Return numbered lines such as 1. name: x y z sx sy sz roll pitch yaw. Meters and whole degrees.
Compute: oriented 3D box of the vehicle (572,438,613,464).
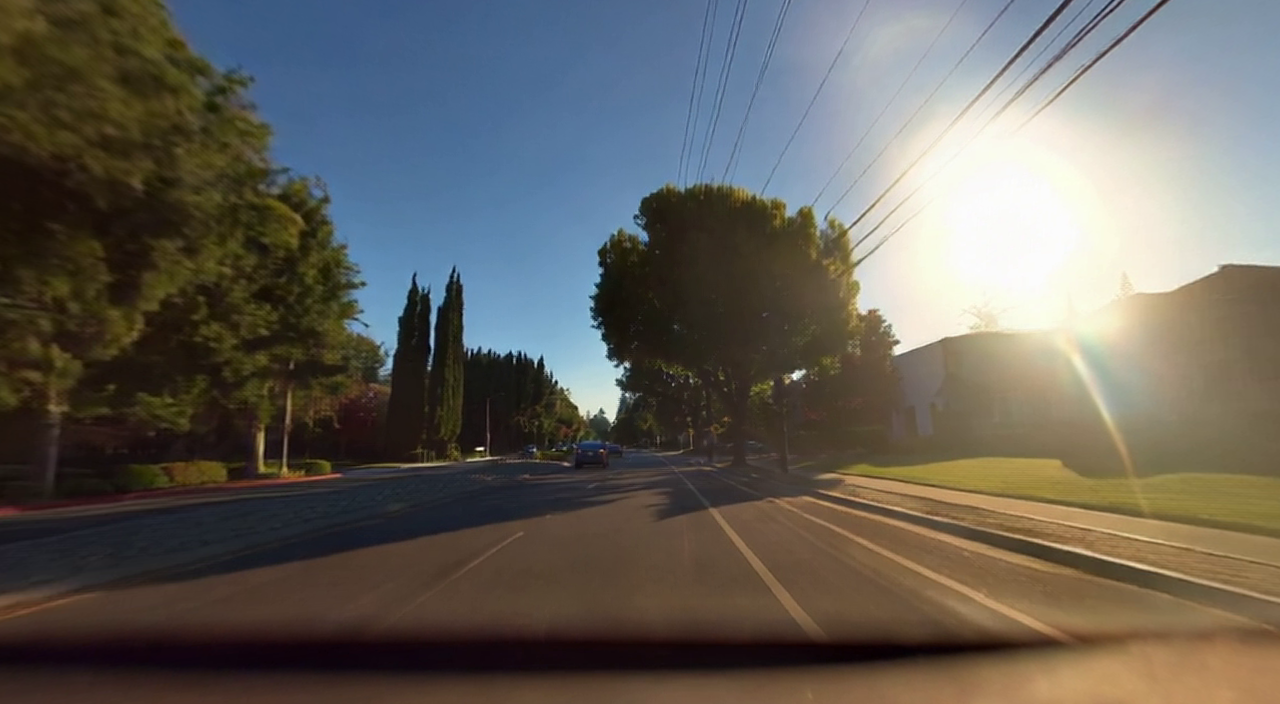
1. vehicle: -2.906 6.145 39.266 2.084 1.466 4.522 0 -9 2
